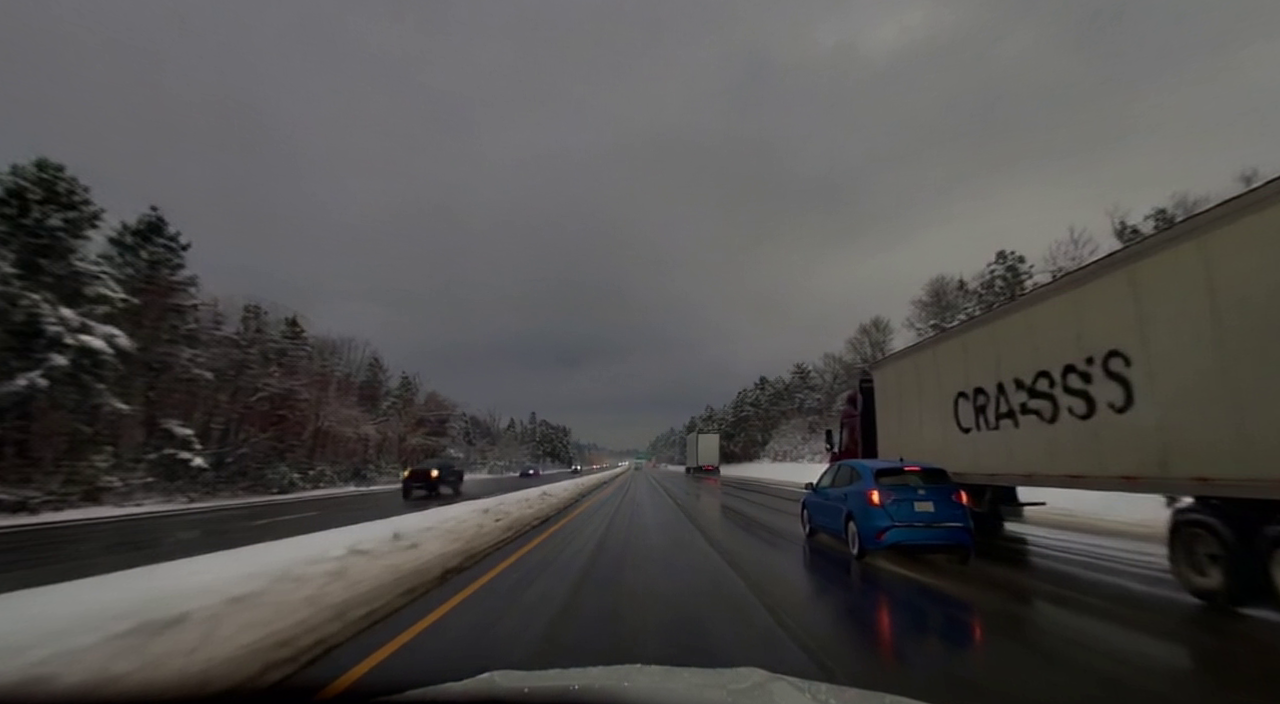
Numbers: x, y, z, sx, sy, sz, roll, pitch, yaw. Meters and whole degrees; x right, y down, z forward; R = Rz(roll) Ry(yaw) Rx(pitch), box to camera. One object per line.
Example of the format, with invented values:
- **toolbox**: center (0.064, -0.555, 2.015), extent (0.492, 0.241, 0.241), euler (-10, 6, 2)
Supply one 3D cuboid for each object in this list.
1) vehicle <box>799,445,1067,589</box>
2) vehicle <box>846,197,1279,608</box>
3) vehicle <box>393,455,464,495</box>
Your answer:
- **vehicle**: center (3.774, 2.228, 8.973), extent (2.011, 1.574, 3.512), euler (-1, -11, -1)
- **vehicle**: center (8.018, 1.378, 10.982), extent (3.298, 4.017, 16.824), euler (1, -10, 0)
- **vehicle**: center (-12.093, 7.075, 36.494), extent (2.385, 2.090, 4.902), euler (1, -10, 0)
